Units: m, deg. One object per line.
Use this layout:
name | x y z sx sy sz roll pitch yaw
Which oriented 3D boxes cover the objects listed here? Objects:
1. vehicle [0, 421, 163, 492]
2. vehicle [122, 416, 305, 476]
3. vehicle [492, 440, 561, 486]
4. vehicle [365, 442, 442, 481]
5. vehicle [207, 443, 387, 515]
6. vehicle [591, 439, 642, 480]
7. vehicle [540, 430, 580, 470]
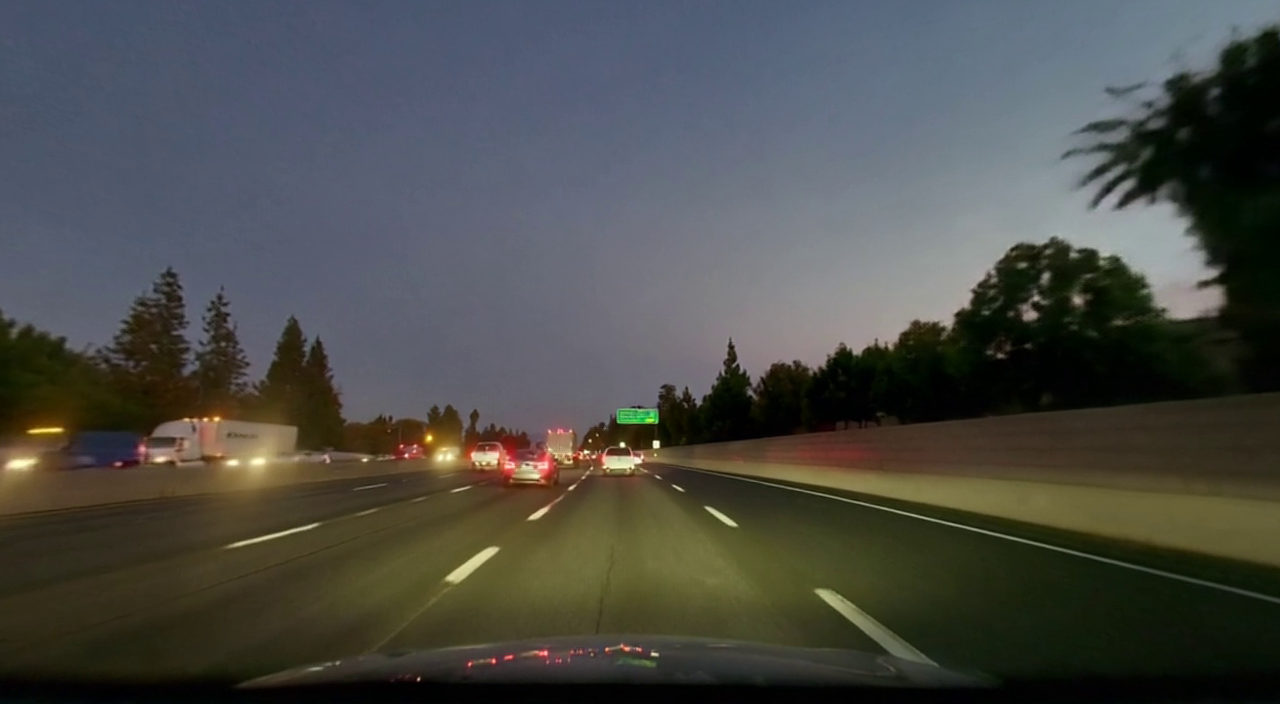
vehicle | -16.422 2.928 17.935 2.044 1.747 4.769 0 -8 -2
vehicle | -24.777 5.661 38.046 3.003 2.982 12.570 0 -8 -3
vehicle | -4.333 4.279 24.737 2.005 1.631 4.295 0 -8 -1
vehicle | -11.999 5.576 32.423 2.079 1.807 5.187 0 -8 -2
vehicle | -8.020 2.964 15.327 1.896 1.465 4.399 0 -8 0
vehicle | -1.037 4.658 27.568 2.092 1.671 3.772 0 -8 -3
vehicle | -5.588 6.938 44.794 2.279 2.672 5.256 0 -8 -2
